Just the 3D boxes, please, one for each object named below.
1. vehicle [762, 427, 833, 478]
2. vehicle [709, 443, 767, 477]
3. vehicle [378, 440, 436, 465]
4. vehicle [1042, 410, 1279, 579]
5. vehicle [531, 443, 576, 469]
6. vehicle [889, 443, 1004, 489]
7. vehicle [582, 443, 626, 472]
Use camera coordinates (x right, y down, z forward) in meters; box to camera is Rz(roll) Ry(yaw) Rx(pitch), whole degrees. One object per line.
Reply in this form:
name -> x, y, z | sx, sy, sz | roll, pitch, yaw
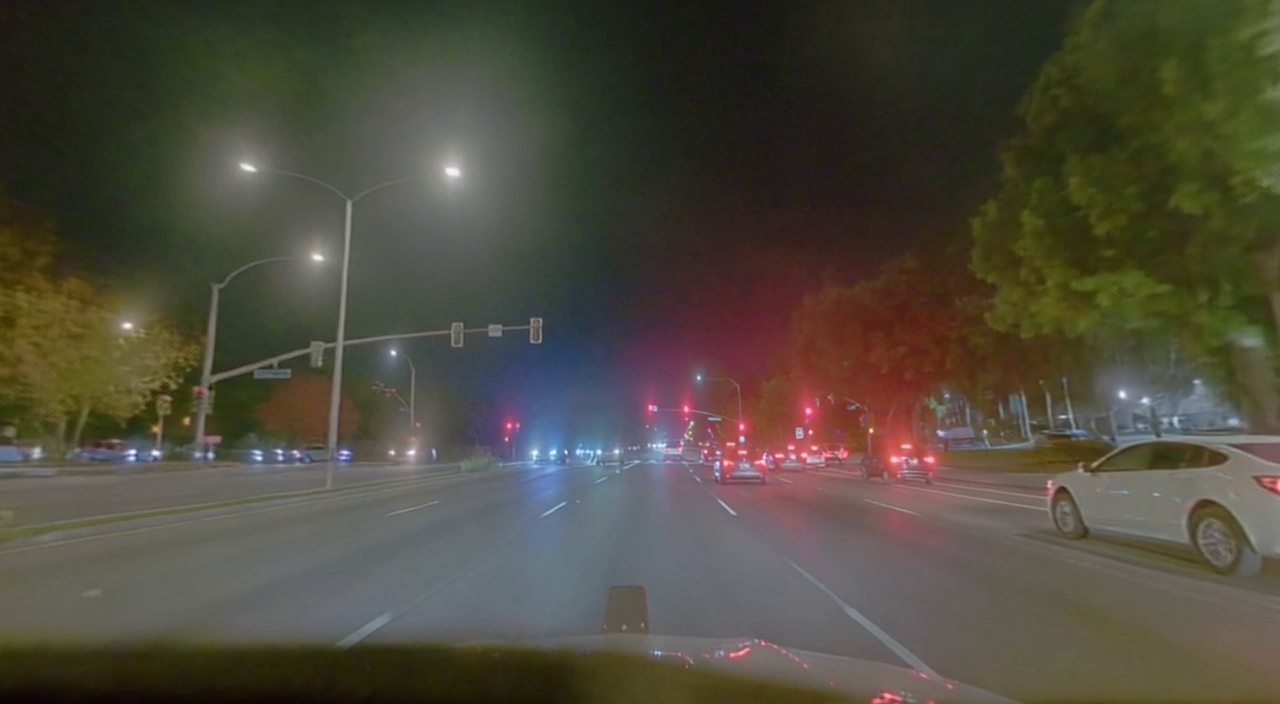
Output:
vehicle -> 7.512, 4.864, 30.695 | 2.186, 2.202, 5.426 | 0, -8, 2
vehicle -> 4.769, 5.354, 31.526 | 2.292, 1.563, 4.734 | 0, -8, 2
vehicle -> -16.822, 7.294, 45.851 | 1.981, 1.721, 4.772 | -1, -8, 6
vehicle -> 7.309, 1.576, 7.612 | 2.051, 1.620, 4.702 | -1, -8, 4
vehicle -> -5.406, 6.550, 40.025 | 2.004, 1.529, 4.319 | -1, -8, 4
vehicle -> 11.172, 4.142, 23.406 | 1.963, 1.513, 4.600 | 0, -8, 1
vehicle -> -2.002, 6.025, 36.178 | 1.958, 1.542, 4.175 | -1, -8, 4
